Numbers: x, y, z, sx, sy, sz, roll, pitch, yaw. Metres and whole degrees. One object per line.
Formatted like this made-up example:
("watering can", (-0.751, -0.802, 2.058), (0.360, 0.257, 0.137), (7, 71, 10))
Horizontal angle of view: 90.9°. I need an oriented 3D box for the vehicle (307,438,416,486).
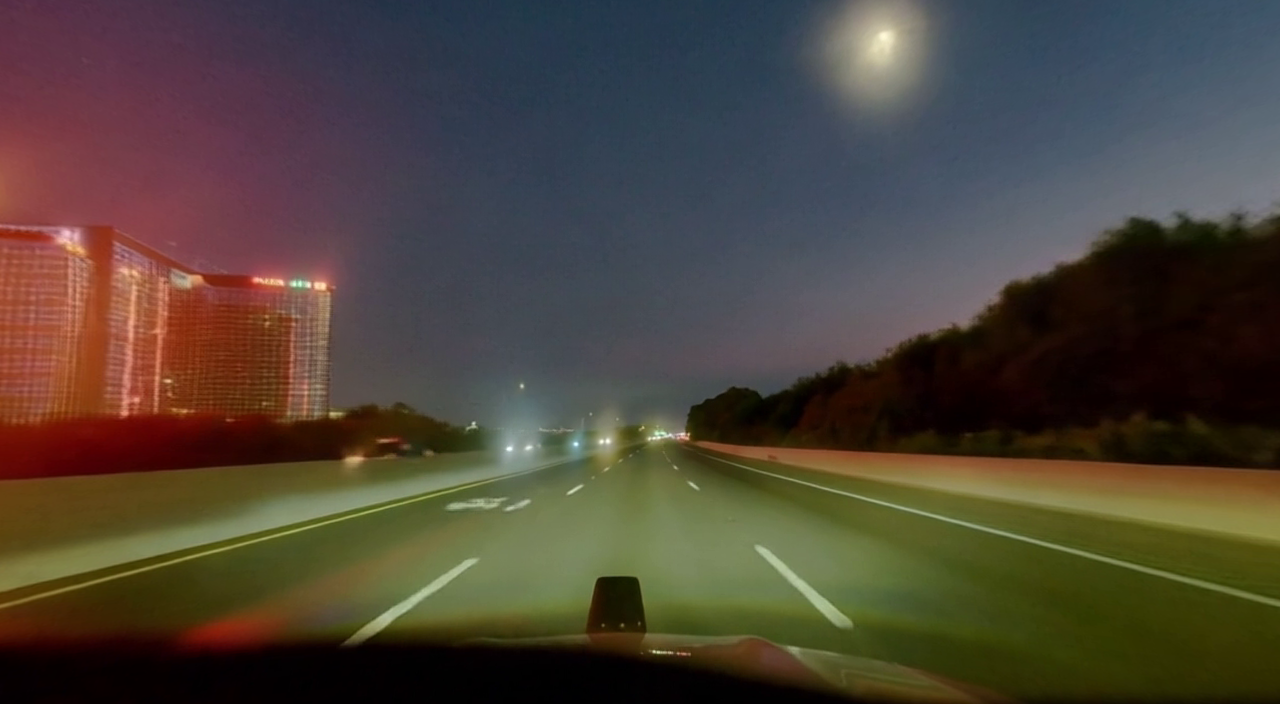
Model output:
("vehicle", (-10.652, 4.226, 24.577), (2.047, 1.679, 4.692), (0, -8, 1))
